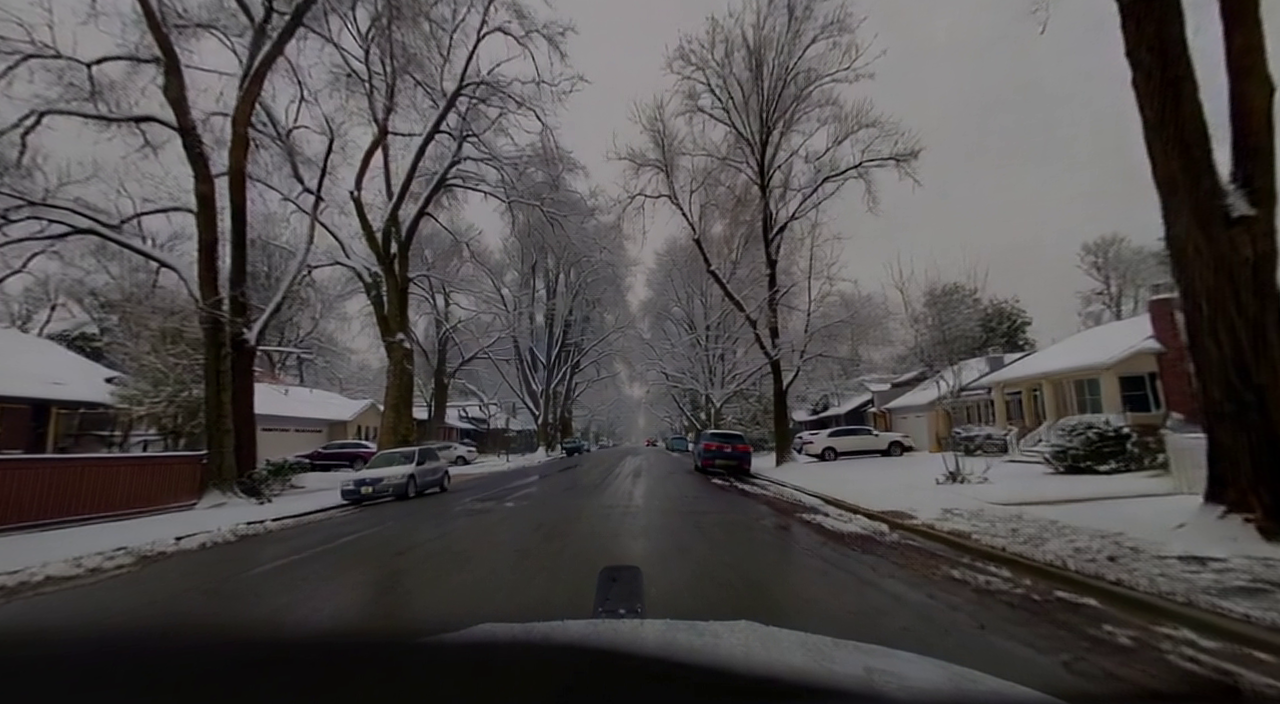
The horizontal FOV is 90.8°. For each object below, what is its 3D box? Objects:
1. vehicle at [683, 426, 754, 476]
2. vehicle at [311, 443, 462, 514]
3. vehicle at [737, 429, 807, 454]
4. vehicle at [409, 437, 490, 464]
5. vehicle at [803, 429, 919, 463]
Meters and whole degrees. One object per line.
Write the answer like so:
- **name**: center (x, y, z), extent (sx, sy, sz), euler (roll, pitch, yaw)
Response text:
- **vehicle**: center (3.187, 4.177, 26.823), extent (2.241, 1.875, 5.059), euler (0, -8, -1)
- **vehicle**: center (-6.371, 3.177, 16.512), extent (2.099, 1.399, 4.357), euler (-4, -8, 1)
- **vehicle**: center (10.118, 6.923, 48.731), extent (4.922, 1.838, 2.068), euler (0, -8, 1)
- **vehicle**: center (-13.080, 6.792, 43.593), extent (4.928, 1.797, 1.981), euler (0, -8, 1)
- **vehicle**: center (10.467, 4.548, 30.336), extent (5.041, 1.486, 1.969), euler (-3, -9, 14)
